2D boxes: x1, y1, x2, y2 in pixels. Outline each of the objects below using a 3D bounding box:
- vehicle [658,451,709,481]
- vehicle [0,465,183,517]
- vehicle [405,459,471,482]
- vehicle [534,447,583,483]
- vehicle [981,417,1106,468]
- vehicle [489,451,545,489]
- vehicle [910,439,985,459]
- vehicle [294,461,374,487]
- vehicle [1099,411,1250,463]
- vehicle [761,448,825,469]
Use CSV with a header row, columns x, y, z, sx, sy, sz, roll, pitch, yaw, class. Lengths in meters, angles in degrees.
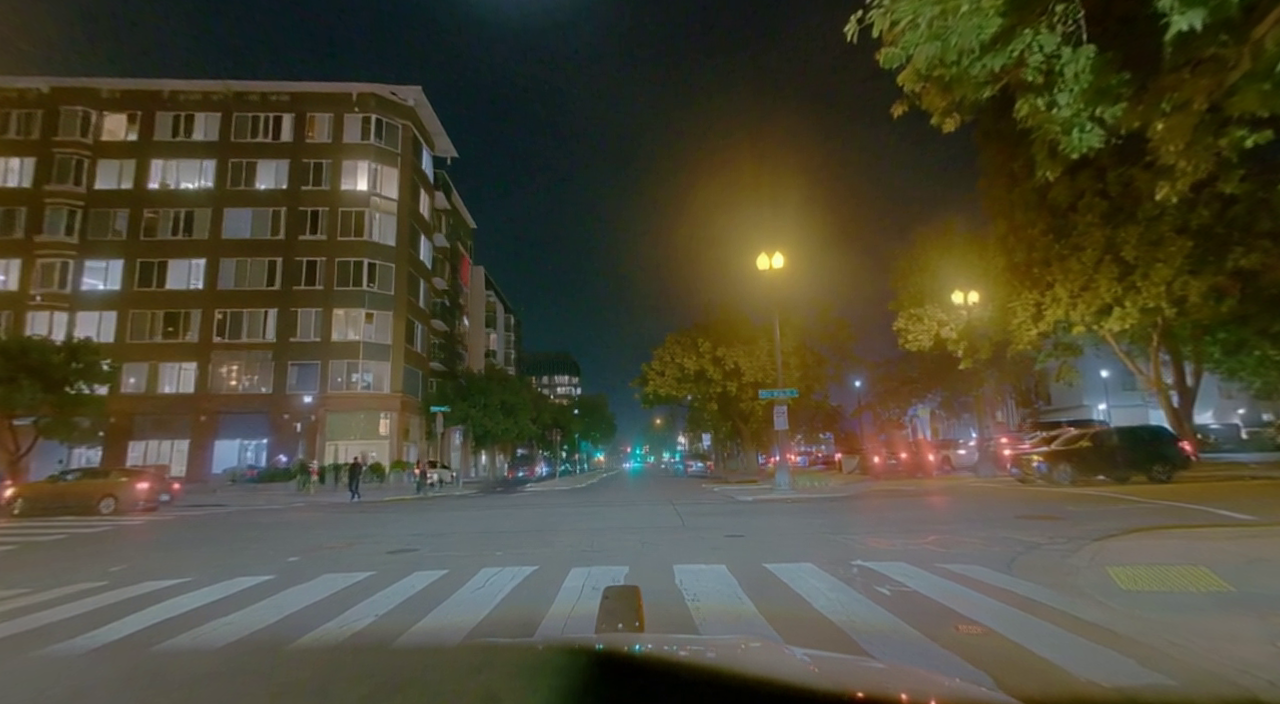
x,y,z,sx,sy,sz,roll,pitch,yaw,class
2.507,6.681,37.272,1.942,1.603,3.785,4,-9,-13,vehicle
-17.328,4.327,19.892,4.439,1.448,1.793,0,-9,-1,vehicle
-14.850,8.724,46.568,4.203,1.544,1.889,-1,-8,5,vehicle
-4.544,6.428,35.852,2.102,1.768,4.290,-3,-10,2,vehicle
16.728,3.860,26.555,2.041,1.921,4.574,0,-9,-2,vehicle
-7.641,7.358,39.773,2.193,1.814,5.061,-9,-8,0,vehicle
22.986,7.254,47.316,4.528,1.475,2.070,0,-8,3,vehicle
-22.661,9.044,46.948,4.844,1.836,2.117,-1,-8,5,vehicle
22.289,3.607,26.706,2.137,1.962,4.988,-1,-8,3,vehicle
11.998,8.369,49.839,4.552,1.539,1.785,0,-9,-2,vehicle
